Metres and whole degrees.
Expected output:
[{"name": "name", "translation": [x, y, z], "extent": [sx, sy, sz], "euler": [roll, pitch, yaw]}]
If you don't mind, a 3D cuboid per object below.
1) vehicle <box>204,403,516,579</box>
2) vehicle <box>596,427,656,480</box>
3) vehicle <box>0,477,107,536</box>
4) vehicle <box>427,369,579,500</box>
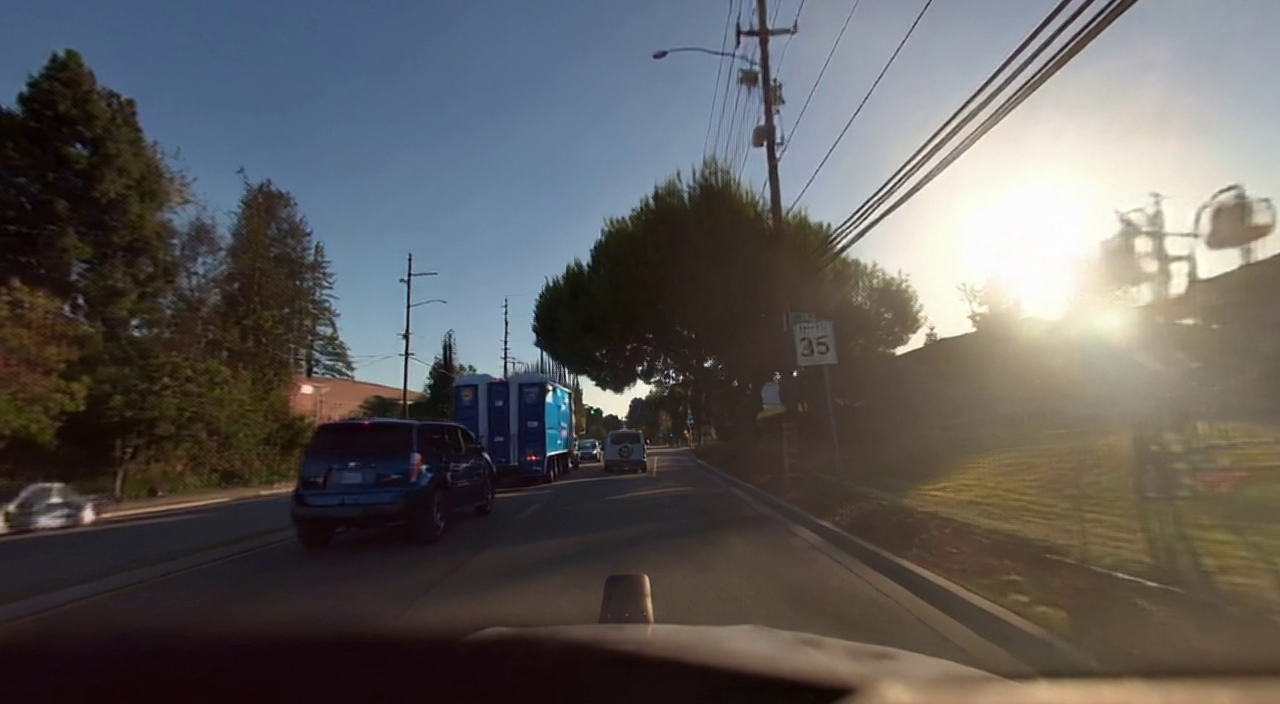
[{"name": "vehicle", "translation": [-3.409, 1.804, 9.036], "extent": [2.187, 1.821, 4.748], "euler": [0, -8, 1]}, {"name": "vehicle", "translation": [-0.526, 3.873, 24.226], "extent": [2.117, 1.861, 4.095], "euler": [0, -8, -1]}, {"name": "vehicle", "translation": [-18.880, 4.614, 18.969], "extent": [1.837, 1.485, 4.231], "euler": [-1, -8, 2]}, {"name": "vehicle", "translation": [-3.957, 2.721, 20.484], "extent": [3.120, 3.393, 7.945], "euler": [0, -8, 0]}]
